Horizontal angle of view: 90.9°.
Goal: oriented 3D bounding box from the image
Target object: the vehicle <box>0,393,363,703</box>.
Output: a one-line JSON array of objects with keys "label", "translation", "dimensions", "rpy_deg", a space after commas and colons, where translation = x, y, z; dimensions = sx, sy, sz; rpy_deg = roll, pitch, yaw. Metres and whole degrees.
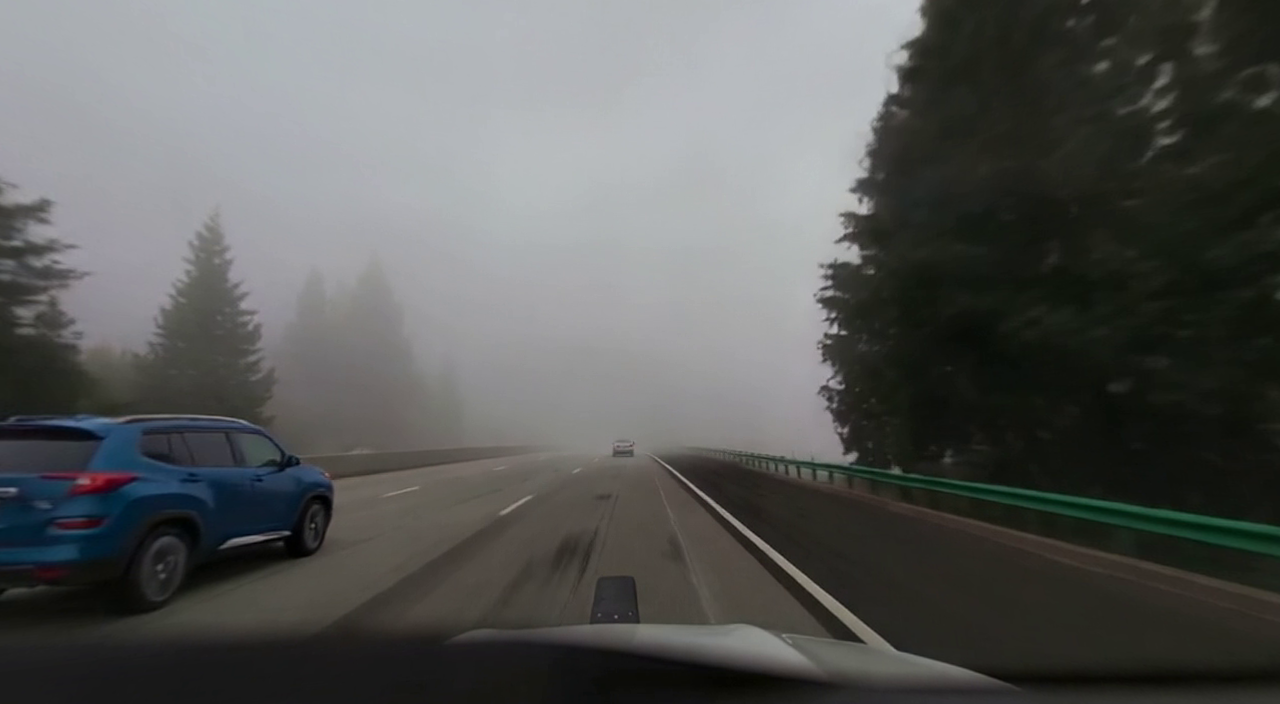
[{"label": "vehicle", "translation": [-4.242, 1.213, 4.853], "dimensions": [2.072, 1.545, 4.767], "rpy_deg": [0, -8, 0]}]

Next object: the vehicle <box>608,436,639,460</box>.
[{"label": "vehicle", "translation": [-1.018, 5.984, 39.463], "dimensions": [1.836, 1.450, 3.519], "rpy_deg": [0, -8, -1]}]
